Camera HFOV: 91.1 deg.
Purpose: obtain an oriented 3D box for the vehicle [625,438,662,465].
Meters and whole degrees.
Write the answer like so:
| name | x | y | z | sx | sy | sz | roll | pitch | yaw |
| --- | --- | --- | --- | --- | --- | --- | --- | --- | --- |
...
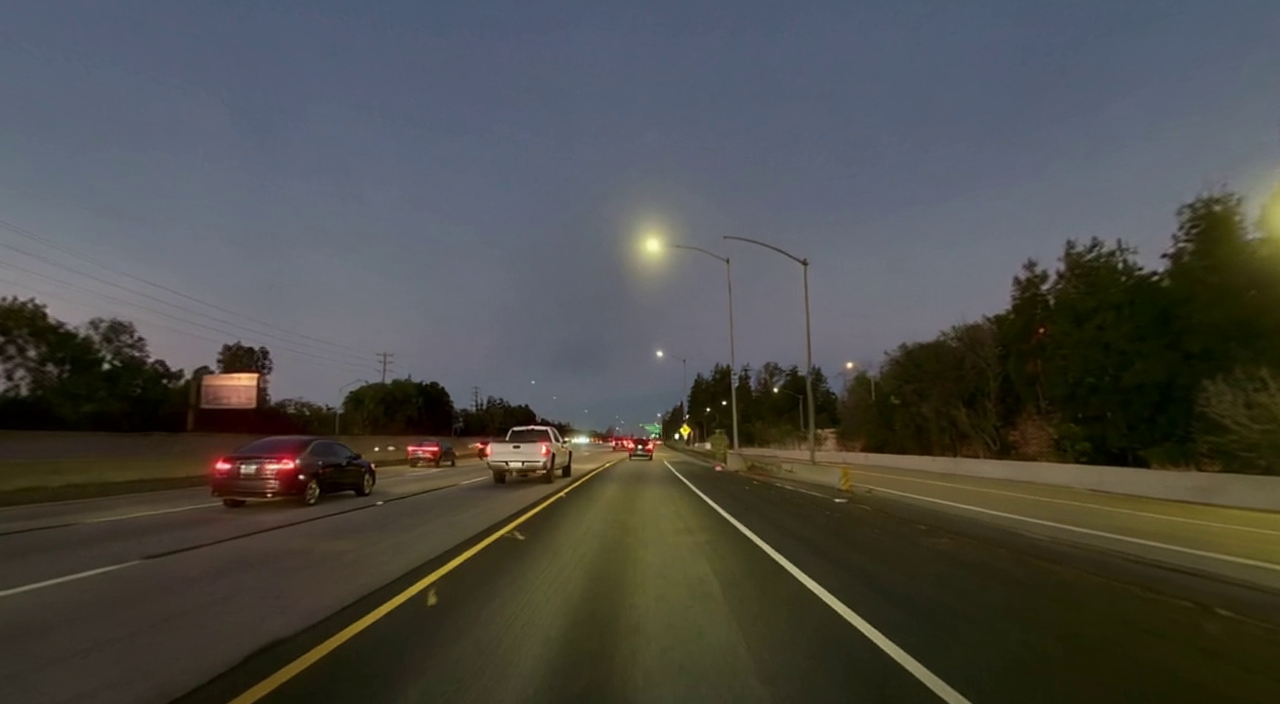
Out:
| name | x | y | z | sx | sy | sz | roll | pitch | yaw |
| --- | --- | --- | --- | --- | --- | --- | --- | --- | --- |
| vehicle | 0.243 | 5.767 | 36.520 | 2.013 | 1.444 | 4.447 | 0 | -8 | 1 |

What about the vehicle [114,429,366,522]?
| name | x | y | z | sx | sy | sz | roll | pitch | yaw |
| --- | --- | --- | --- | --- | --- | --- | --- | --- | --- |
| vehicle | -7.433 | 2.315 | 12.368 | 1.964 | 1.481 | 4.425 | 0 | -8 | 1 |

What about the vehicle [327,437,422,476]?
| name | x | y | z | sx | sy | sz | roll | pitch | yaw |
| --- | --- | --- | --- | --- | --- | --- | --- | --- | --- |
| vehicle | -10.940 | 4.327 | 26.307 | 1.884 | 1.453 | 4.579 | 0 | -8 | 1 |

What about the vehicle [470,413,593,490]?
| name | x | y | z | sx | sy | sz | roll | pitch | yaw |
| --- | --- | --- | --- | --- | --- | --- | --- | --- | --- |
| vehicle | -3.204 | 3.193 | 20.433 | 2.815 | 2.092 | 6.526 | 0 | -8 | 0 |
